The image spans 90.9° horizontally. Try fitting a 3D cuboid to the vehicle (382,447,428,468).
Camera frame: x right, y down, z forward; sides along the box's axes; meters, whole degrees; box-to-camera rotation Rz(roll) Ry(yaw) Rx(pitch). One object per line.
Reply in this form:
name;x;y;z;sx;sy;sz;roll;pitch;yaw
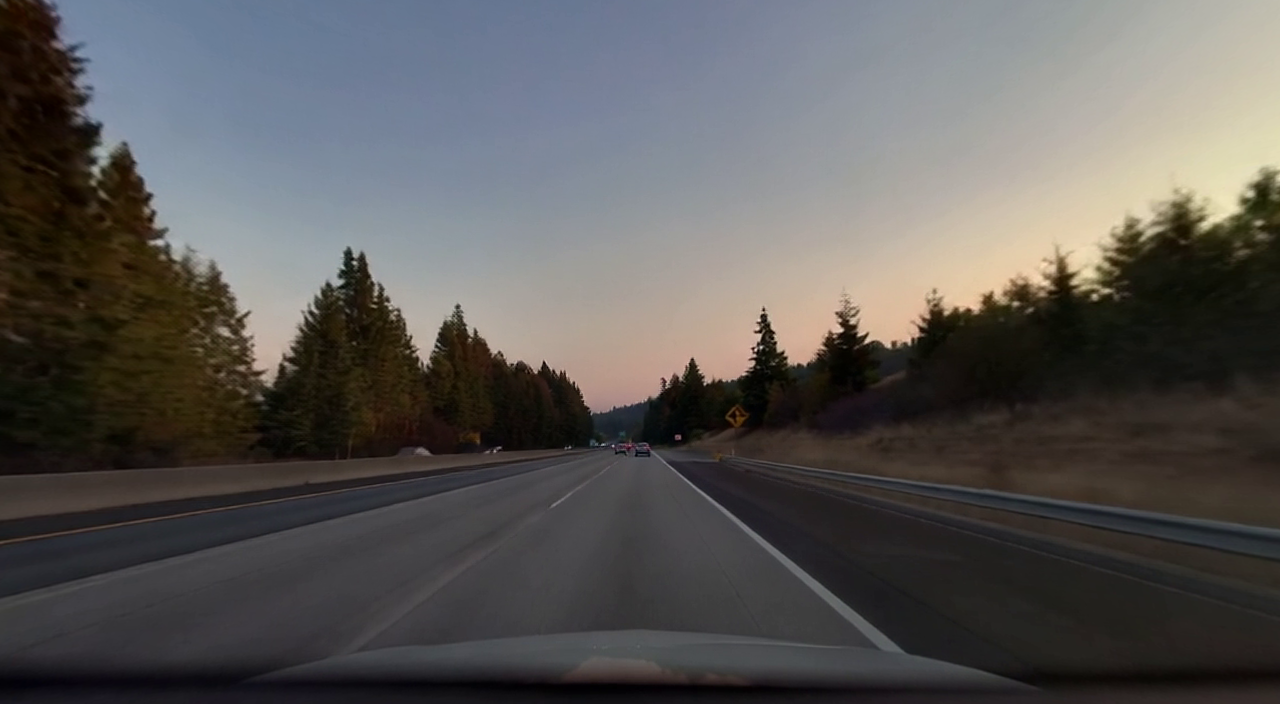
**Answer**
vehicle;-17.463;7.832;47.113;1.785;1.450;4.263;0;-8;0
